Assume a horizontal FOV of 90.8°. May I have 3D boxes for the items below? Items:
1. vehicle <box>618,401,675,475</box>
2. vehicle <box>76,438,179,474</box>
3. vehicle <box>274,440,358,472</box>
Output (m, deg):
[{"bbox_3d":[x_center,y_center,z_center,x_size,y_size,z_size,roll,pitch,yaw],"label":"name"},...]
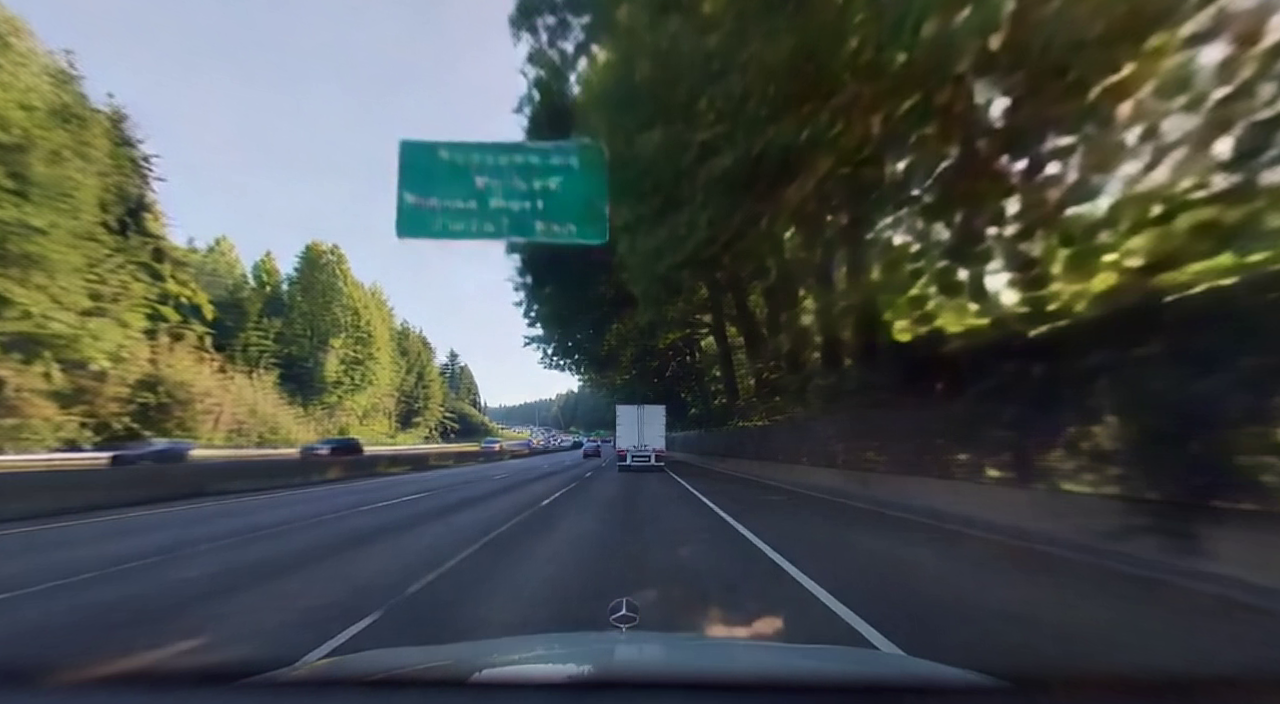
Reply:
[{"bbox_3d":[0.209,5.438,38.883,2.976,3.800,12.335,0,-9,-1],"label":"vehicle"},{"bbox_3d":[-22.750,4.639,28.178,1.681,1.456,3.484,0,-9,-1],"label":"vehicle"},{"bbox_3d":[-16.465,5.326,32.350,1.897,1.491,4.483,0,-9,0],"label":"vehicle"}]
